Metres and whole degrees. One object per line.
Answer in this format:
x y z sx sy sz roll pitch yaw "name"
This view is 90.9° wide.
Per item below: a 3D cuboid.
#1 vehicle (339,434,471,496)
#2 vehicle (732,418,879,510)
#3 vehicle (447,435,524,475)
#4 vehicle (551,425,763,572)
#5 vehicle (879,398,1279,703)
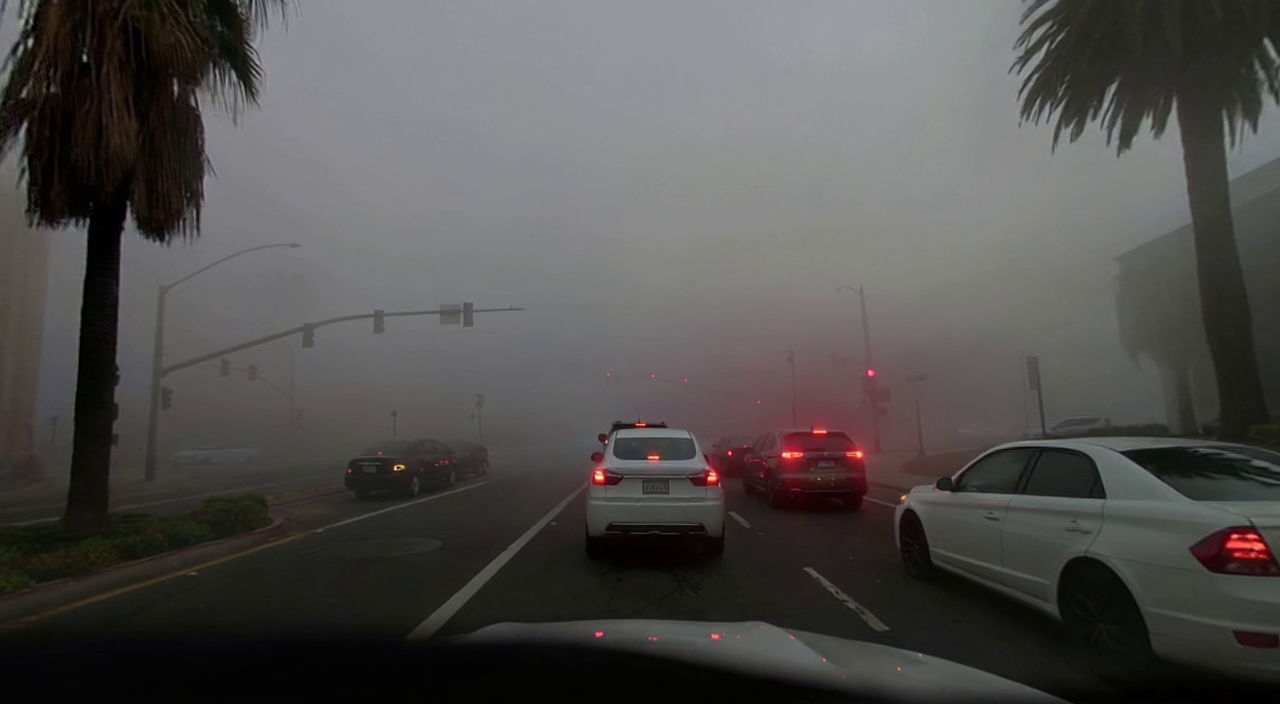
-6.252 3.051 17.381 1.900 1.487 4.165 0 -8 2 "vehicle"
3.499 2.470 14.314 2.169 1.751 4.276 0 -8 0 "vehicle"
-6.050 4.094 25.236 1.822 1.456 4.396 -1 -8 2 "vehicle"
0.179 1.786 8.462 2.140 1.474 4.026 0 -8 0 "vehicle"
3.544 1.222 4.475 1.910 1.490 4.661 0 -8 1 "vehicle"
